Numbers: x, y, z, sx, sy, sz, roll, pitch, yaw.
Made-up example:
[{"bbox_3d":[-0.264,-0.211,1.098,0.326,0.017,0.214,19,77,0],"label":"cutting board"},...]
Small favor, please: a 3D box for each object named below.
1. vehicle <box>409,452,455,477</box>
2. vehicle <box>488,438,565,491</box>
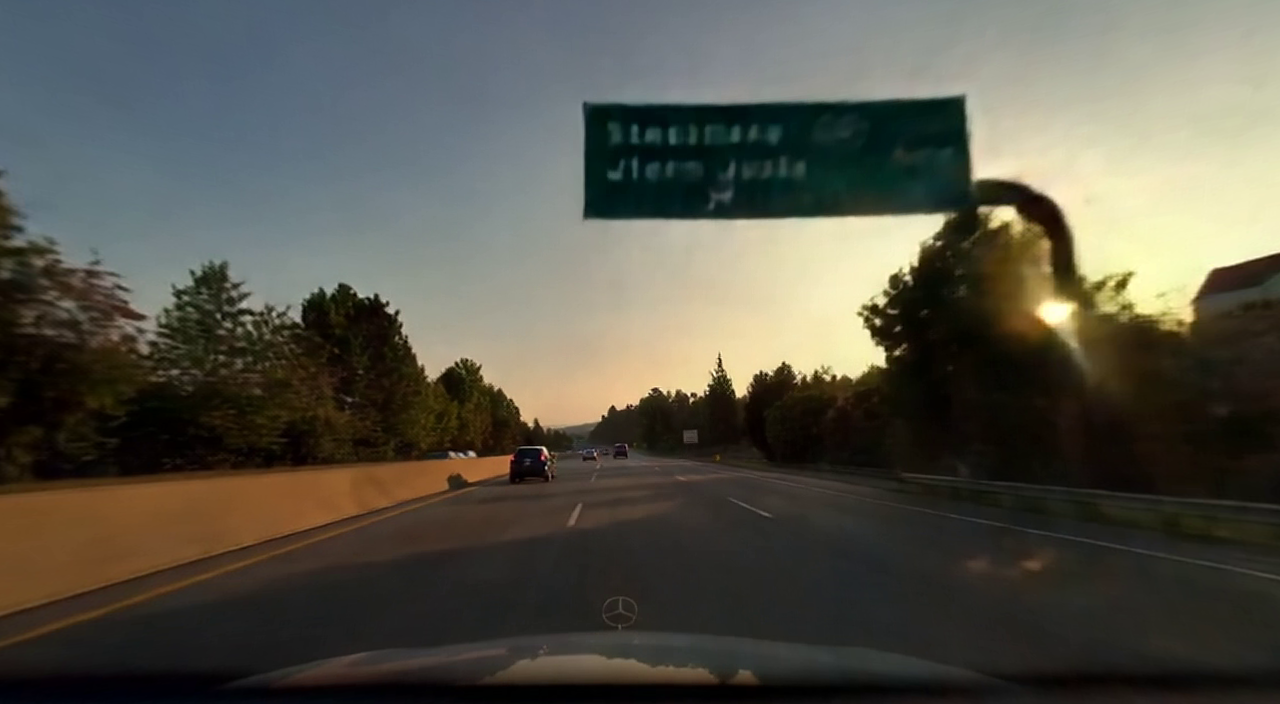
[{"bbox_3d":[-13.949,7.539,42.274,1.860,1.507,3.987,0,-9,-2],"label":"vehicle"},{"bbox_3d":[-3.964,4.004,22.611,2.151,1.693,4.201,0,-9,-2],"label":"vehicle"}]
